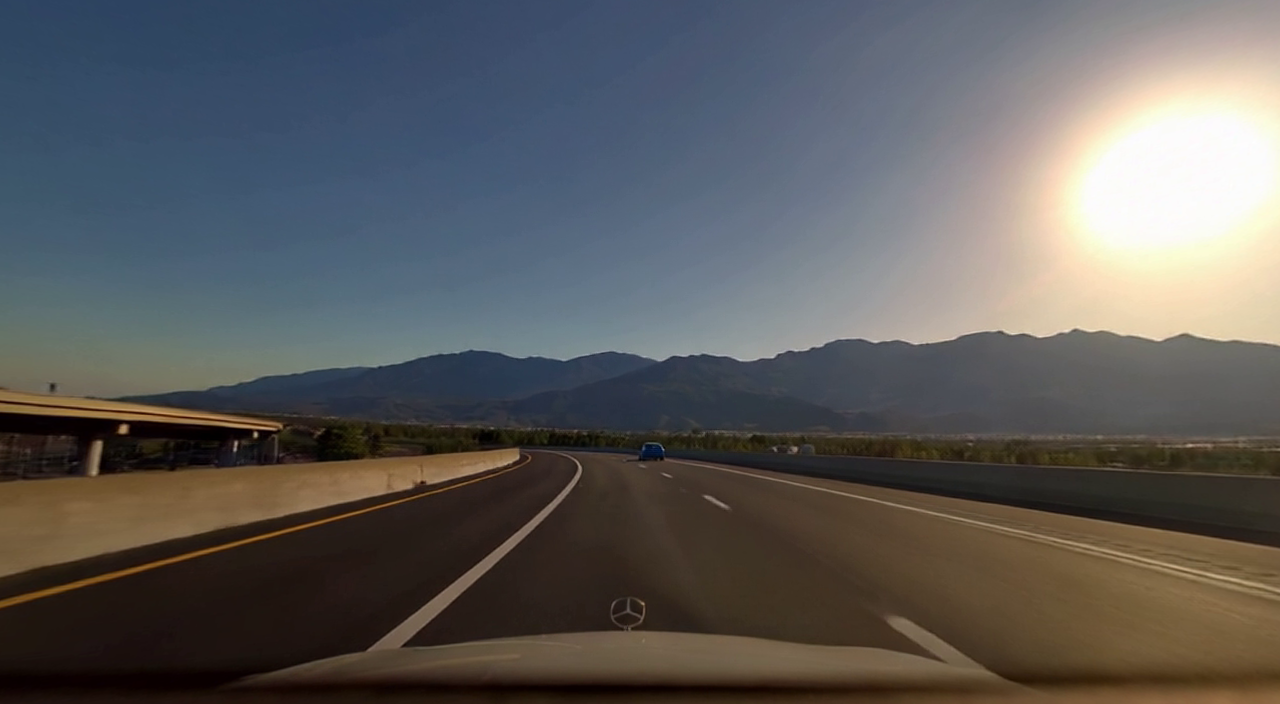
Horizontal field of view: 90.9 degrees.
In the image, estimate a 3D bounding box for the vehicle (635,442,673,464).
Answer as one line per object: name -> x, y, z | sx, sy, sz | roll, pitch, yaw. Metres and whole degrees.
vehicle -> 0.917, 7.214, 44.949 | 1.985, 1.440, 4.466 | 1, -9, -8
